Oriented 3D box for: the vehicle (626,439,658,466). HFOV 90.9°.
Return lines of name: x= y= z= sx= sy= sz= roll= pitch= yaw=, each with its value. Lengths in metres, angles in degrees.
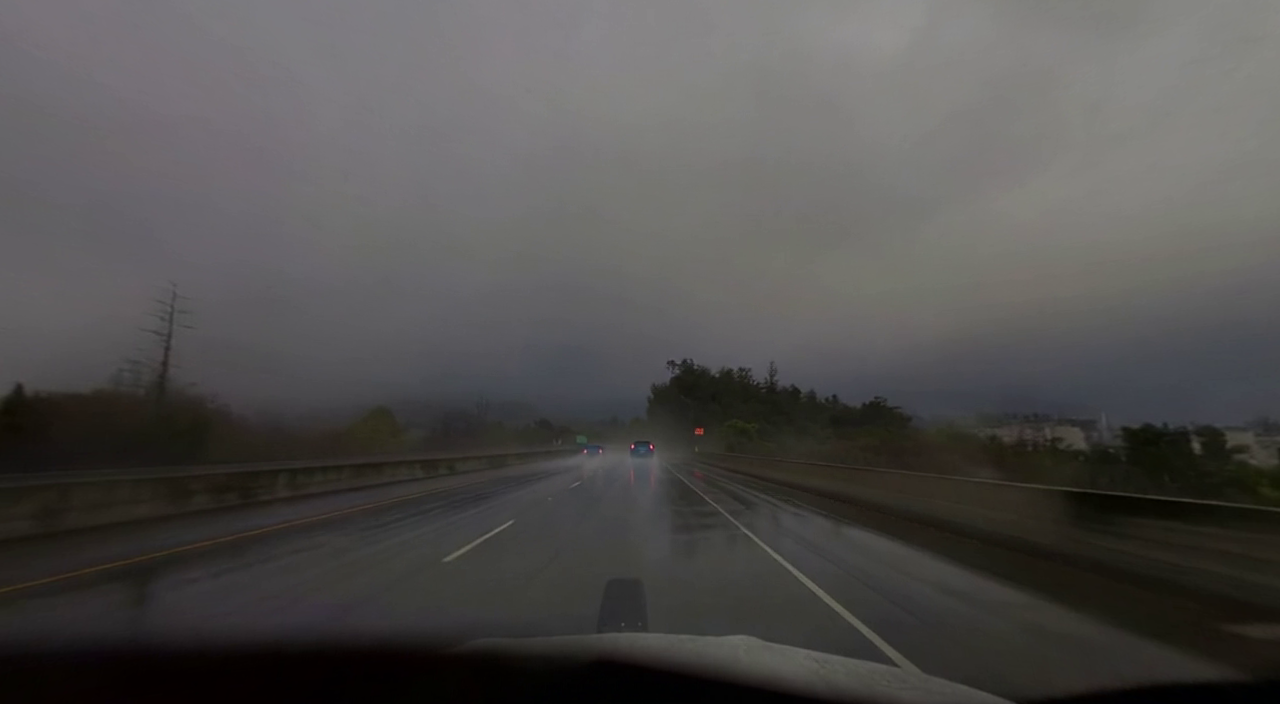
vehicle: x=0.106 y=6.963 z=43.752 sx=2.126 sy=1.786 sz=3.958 roll=0 pitch=-9 yaw=0
